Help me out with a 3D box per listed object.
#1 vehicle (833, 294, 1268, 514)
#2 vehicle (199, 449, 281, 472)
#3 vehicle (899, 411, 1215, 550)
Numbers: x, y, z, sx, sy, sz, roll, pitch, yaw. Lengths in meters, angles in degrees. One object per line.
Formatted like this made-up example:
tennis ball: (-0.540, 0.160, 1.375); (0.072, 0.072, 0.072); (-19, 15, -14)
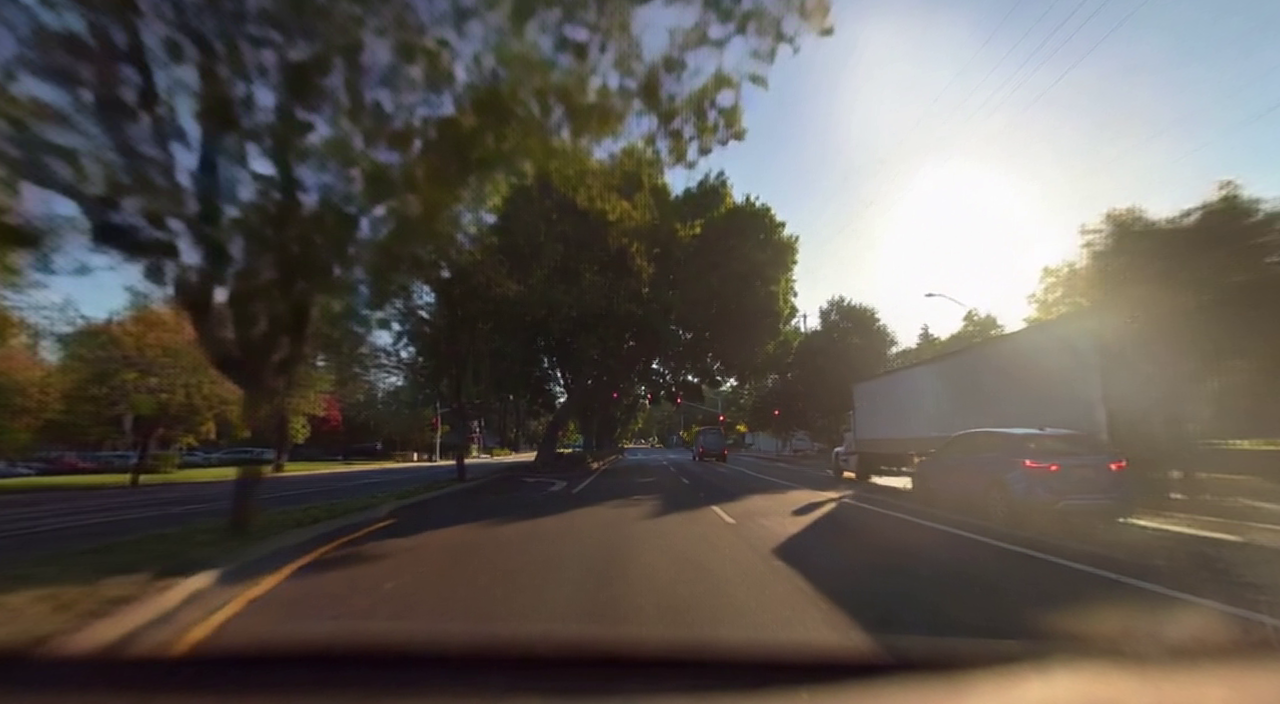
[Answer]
vehicle: (10.360, 2.177, 20.583); (2.975, 4.201, 17.050); (0, -8, 0)
vehicle: (-27.671, 7.522, 43.932); (4.505, 1.457, 2.003); (4, -9, -24)
vehicle: (6.328, 1.990, 10.493); (2.012, 1.754, 4.635); (0, -8, -1)
